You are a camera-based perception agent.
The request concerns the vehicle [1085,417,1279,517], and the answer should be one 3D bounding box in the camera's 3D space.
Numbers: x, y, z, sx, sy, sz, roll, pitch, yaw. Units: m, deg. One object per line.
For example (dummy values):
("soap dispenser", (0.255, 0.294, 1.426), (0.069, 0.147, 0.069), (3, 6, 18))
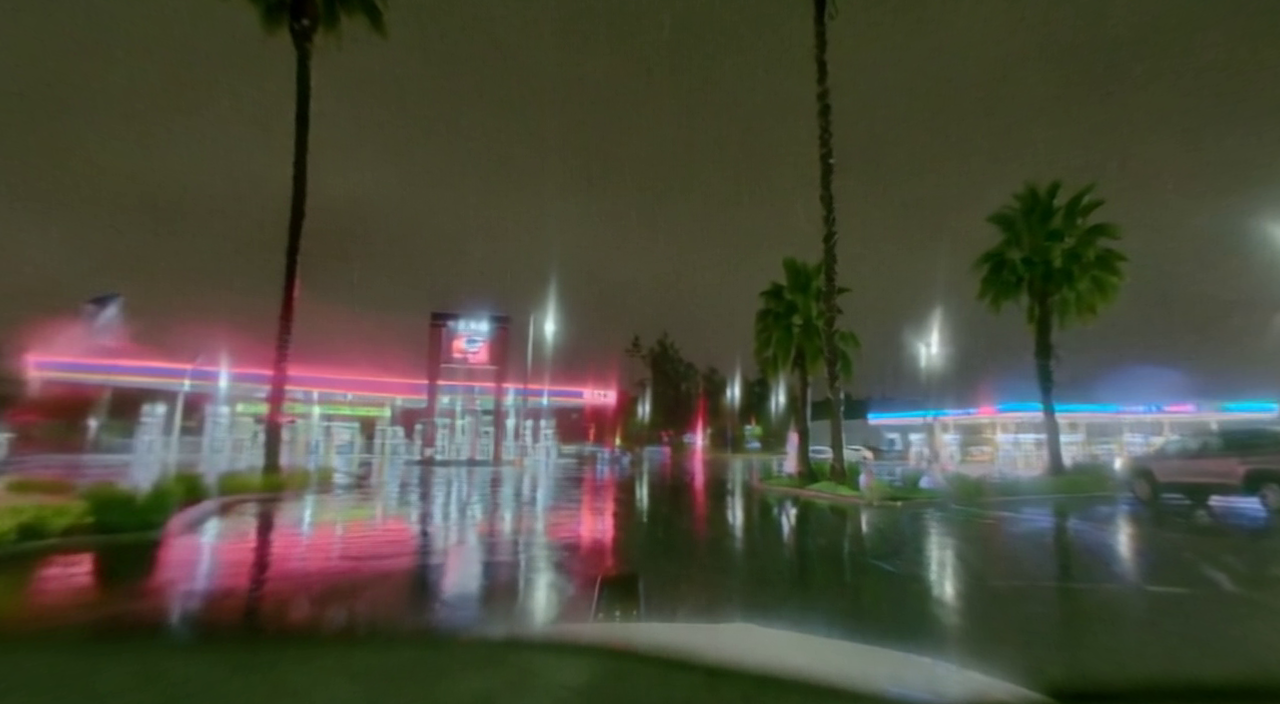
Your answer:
("vehicle", (12.553, 2.382, 13.384), (2.028, 1.850, 4.731), (3, -9, -16))
